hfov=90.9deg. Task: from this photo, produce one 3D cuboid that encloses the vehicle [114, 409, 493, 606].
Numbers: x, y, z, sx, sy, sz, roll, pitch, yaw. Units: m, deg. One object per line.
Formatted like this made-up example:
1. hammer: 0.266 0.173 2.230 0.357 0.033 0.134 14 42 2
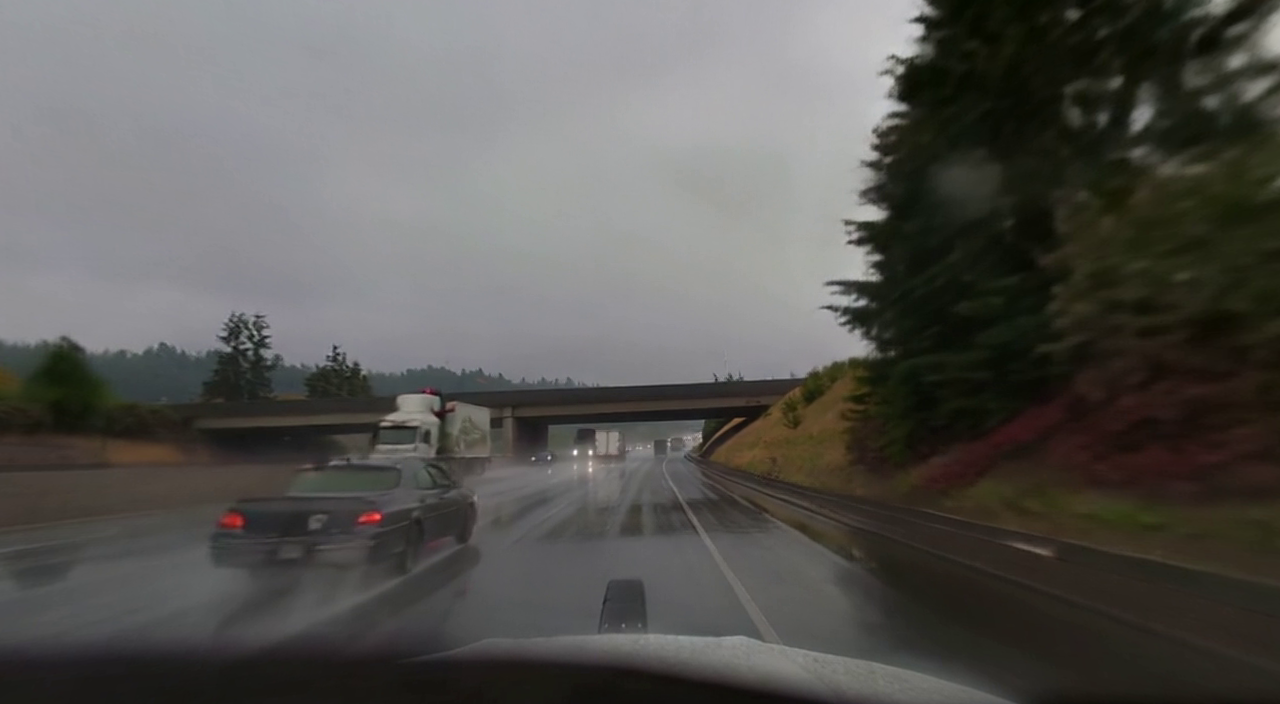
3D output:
1. vehicle: -3.332 1.629 7.405 2.194 1.648 3.984 0 -9 0
